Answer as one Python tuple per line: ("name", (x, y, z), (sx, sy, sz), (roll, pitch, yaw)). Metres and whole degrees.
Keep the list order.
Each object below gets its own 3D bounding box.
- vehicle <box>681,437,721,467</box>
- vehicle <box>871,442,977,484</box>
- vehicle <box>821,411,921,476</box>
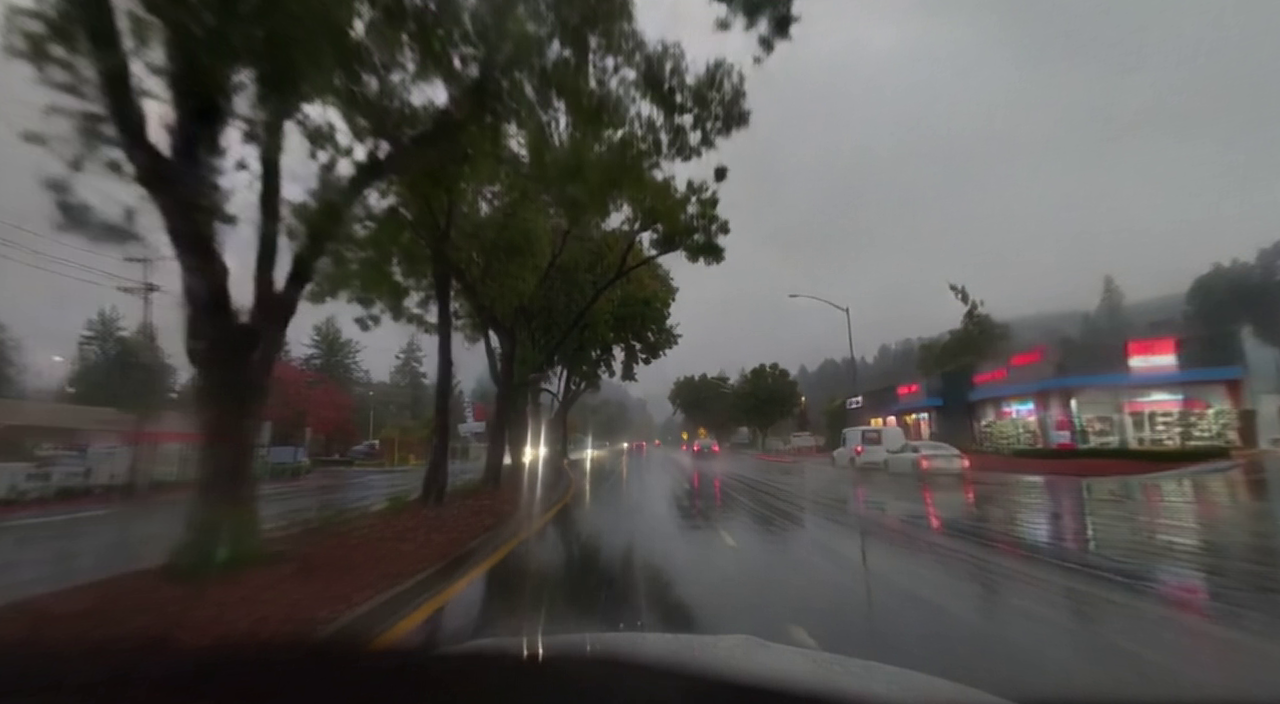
("vehicle", (3.587, 5.977, 37.812), (1.957, 1.643, 4.226), (0, -9, 0))
("vehicle", (10.738, 4.220, 24.336), (1.857, 1.411, 4.859), (0, -9, 1))
("vehicle", (10.774, 4.374, 30.097), (2.507, 2.745, 5.779), (0, -9, 0))
